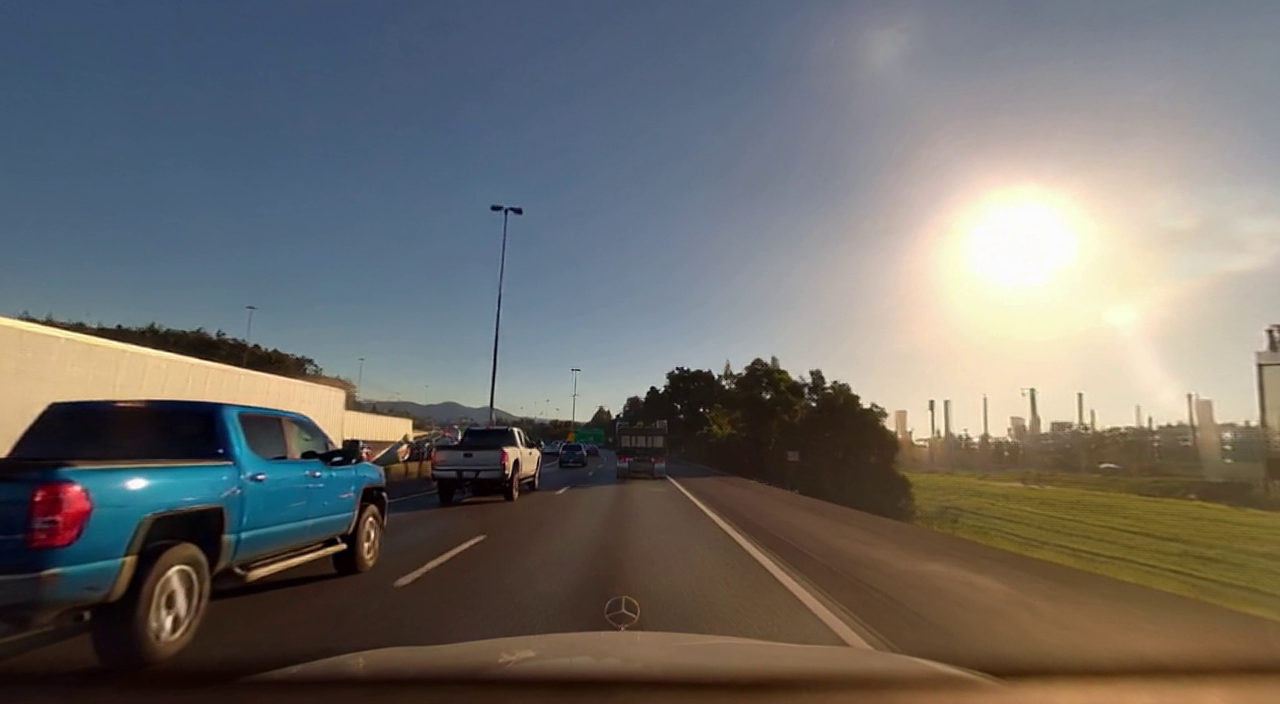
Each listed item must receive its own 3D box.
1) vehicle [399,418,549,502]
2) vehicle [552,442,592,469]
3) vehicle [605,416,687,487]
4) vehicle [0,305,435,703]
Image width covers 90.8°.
[{"bbox_3d":[-4.345,2.982,17.842,2.575,1.958,5.730,0,-8,1],"label":"vehicle"},{"bbox_3d":[-4.854,7.469,45.879,2.329,1.859,4.823,0,-8,0],"label":"vehicle"},{"bbox_3d":[0.071,4.058,26.084,2.886,2.471,7.692,0,-8,-2],"label":"vehicle"},{"bbox_3d":[-3.563,1.100,4.749,2.303,1.835,5.044,0,-8,1],"label":"vehicle"}]
